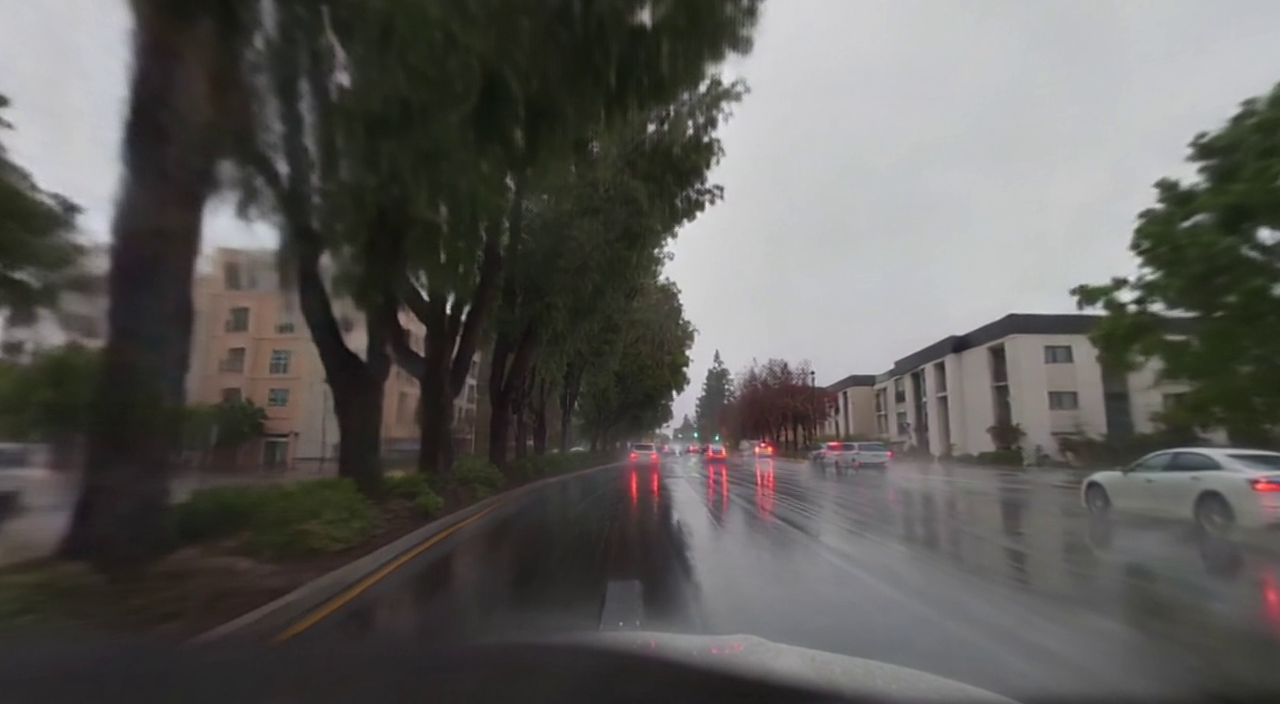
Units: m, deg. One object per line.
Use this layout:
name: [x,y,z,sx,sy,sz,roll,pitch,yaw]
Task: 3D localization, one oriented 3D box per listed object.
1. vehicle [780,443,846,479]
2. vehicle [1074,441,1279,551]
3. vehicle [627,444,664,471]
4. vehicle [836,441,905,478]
vehicle: [7.650,4.838,28.380,2.020,1.472,3.958,0,-8,3]
vehicle: [9.923,2.292,10.796,1.888,1.508,4.646,0,-8,3]
vehicle: [0.359,6.098,36.680,2.077,1.477,3.897,0,-8,2]
vehicle: [11.470,5.354,31.733,1.945,1.687,4.292,0,-8,2]
